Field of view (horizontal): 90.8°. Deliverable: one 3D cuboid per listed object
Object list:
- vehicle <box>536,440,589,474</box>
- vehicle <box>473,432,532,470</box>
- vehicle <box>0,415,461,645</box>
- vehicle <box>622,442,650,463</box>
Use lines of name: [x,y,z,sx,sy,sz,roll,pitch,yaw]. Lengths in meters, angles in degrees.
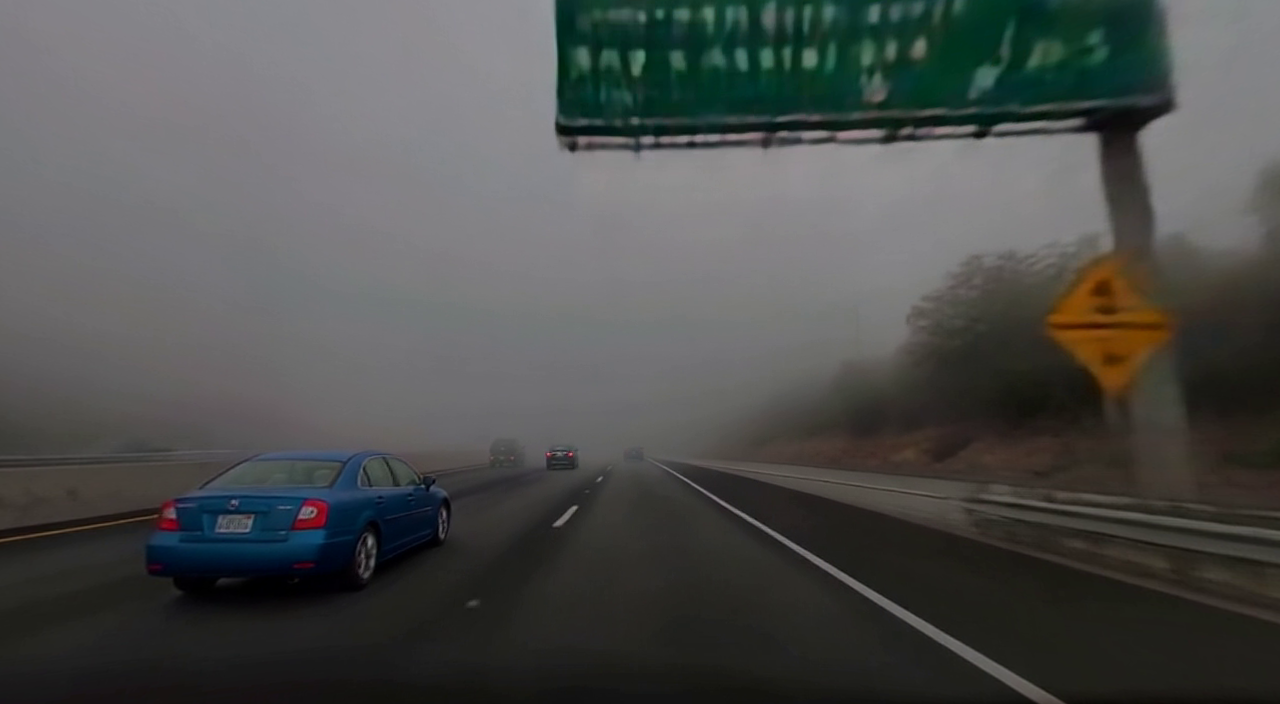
vehicle: [-3.699,5.093,30.816,2.068,1.501,4.395,0,-8,-1]
vehicle: [-7.644,5.576,35.746,2.171,1.982,5.246,0,-8,-1]
vehicle: [-3.474,1.508,6.454,2.025,1.506,4.429,0,-8,0]
vehicle: [-0.364,7.563,47.645,2.018,1.508,4.087,0,-8,-2]
